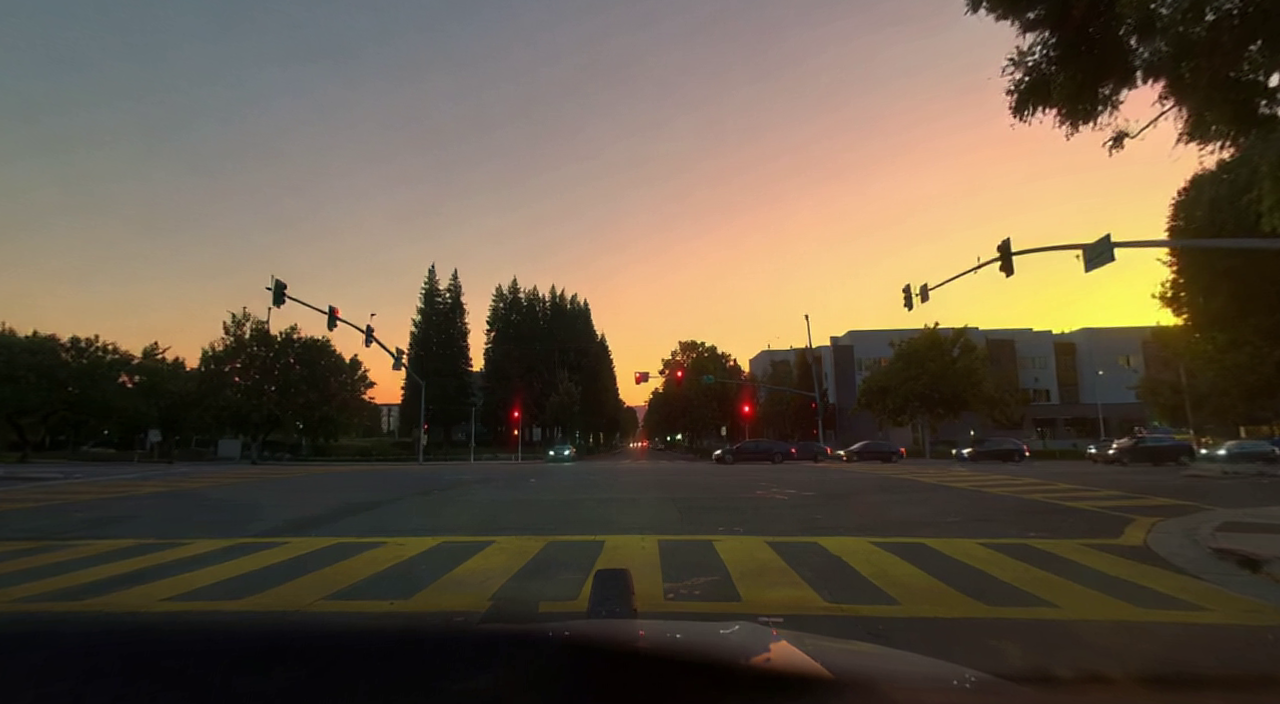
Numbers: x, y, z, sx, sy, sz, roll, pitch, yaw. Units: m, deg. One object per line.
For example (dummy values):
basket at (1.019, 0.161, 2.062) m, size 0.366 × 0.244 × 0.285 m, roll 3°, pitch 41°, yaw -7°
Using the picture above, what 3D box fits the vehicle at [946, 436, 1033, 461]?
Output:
vehicle at (22.081, 6.110, 40.033) m, size 4.443 × 1.472 × 1.794 m, roll 0°, pitch -9°, yaw 1°

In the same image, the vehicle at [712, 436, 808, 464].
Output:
vehicle at (6.248, 5.157, 33.226) m, size 4.629 × 1.423 × 1.833 m, roll 0°, pitch -9°, yaw 0°

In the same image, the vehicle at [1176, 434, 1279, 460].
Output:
vehicle at (34.431, 5.504, 36.720) m, size 4.724 × 1.452 × 1.870 m, roll 0°, pitch -9°, yaw 0°

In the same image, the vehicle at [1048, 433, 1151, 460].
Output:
vehicle at (26.545, 5.498, 36.593) m, size 4.519 × 1.476 × 1.767 m, roll 0°, pitch -9°, yaw 1°

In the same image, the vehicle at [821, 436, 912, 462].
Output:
vehicle at (13.187, 5.659, 36.975) m, size 4.631 × 1.435 × 1.715 m, roll 0°, pitch -9°, yaw 0°
